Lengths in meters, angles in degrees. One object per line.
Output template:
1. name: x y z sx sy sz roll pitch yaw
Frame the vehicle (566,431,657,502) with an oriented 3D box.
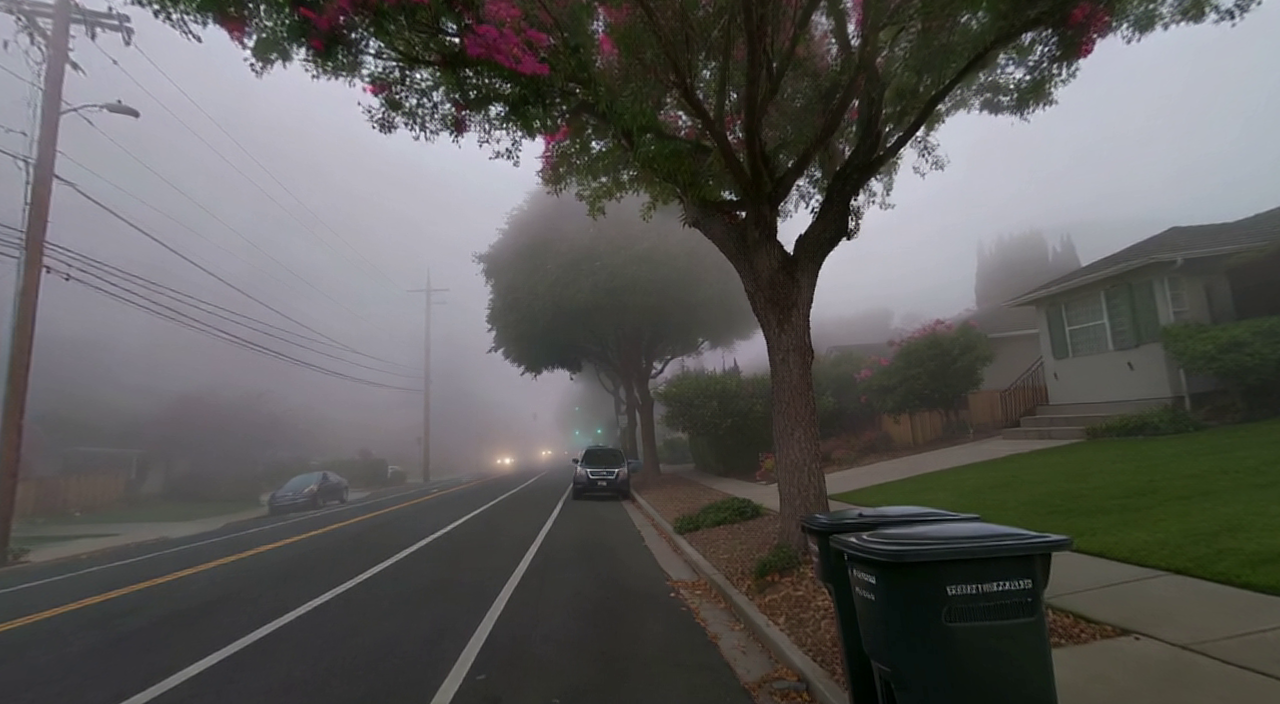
1. vehicle: -0.846 3.074 17.393 2.190 1.708 4.115 0 -8 -4

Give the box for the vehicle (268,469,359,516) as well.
1. vehicle: -13.790 5.914 26.972 1.982 1.660 4.142 1 -8 -6
